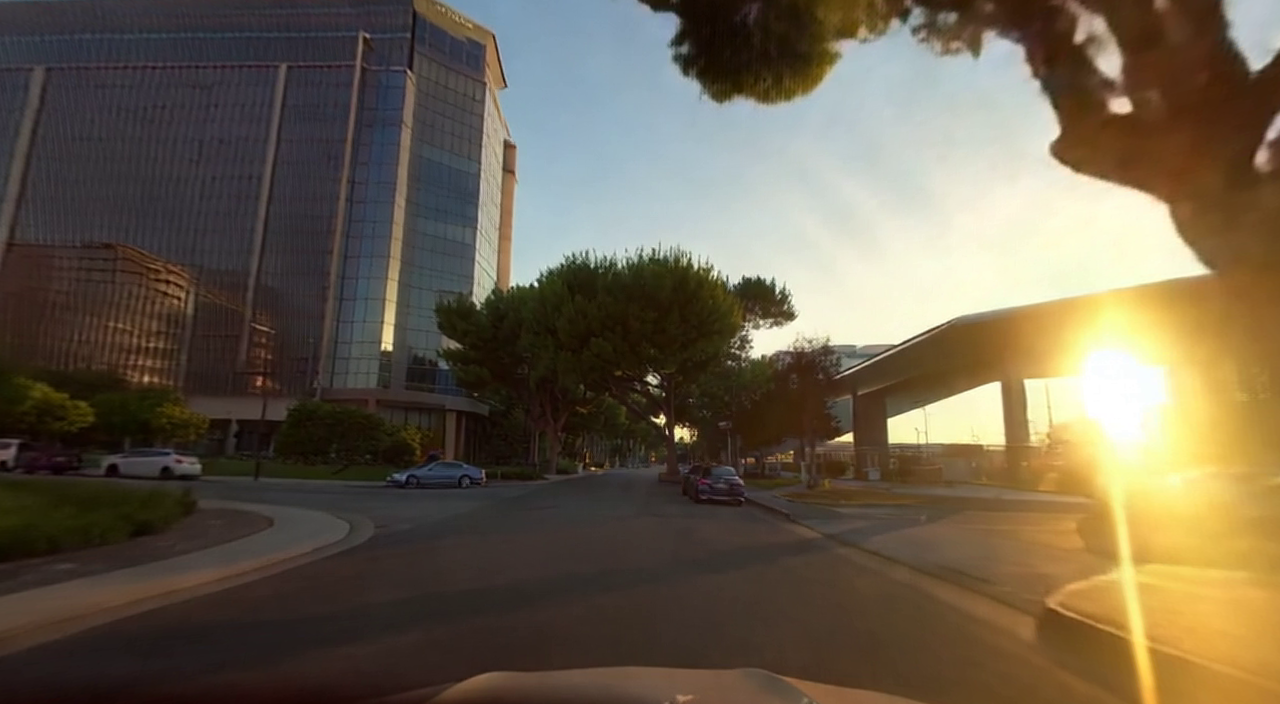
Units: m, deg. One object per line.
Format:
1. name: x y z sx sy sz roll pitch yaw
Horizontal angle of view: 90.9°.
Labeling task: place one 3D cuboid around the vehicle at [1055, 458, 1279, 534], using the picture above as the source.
1. vehicle: 15.444 4.179 18.538 4.824 1.728 2.246 2 -11 11

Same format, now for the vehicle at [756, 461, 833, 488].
1. vehicle: 10.562 8.439 43.393 4.782 1.698 1.882 1 -11 -3

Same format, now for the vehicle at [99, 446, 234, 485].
1. vehicle: -20.079 4.849 26.868 4.118 1.482 1.889 2 -11 -1

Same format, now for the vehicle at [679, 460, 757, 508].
1. vehicle: 2.581 4.507 21.758 2.073 1.434 3.899 1 -11 -2

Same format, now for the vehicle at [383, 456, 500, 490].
1. vehicle: -9.262 5.699 29.629 4.770 1.448 1.983 9 -14 -38
